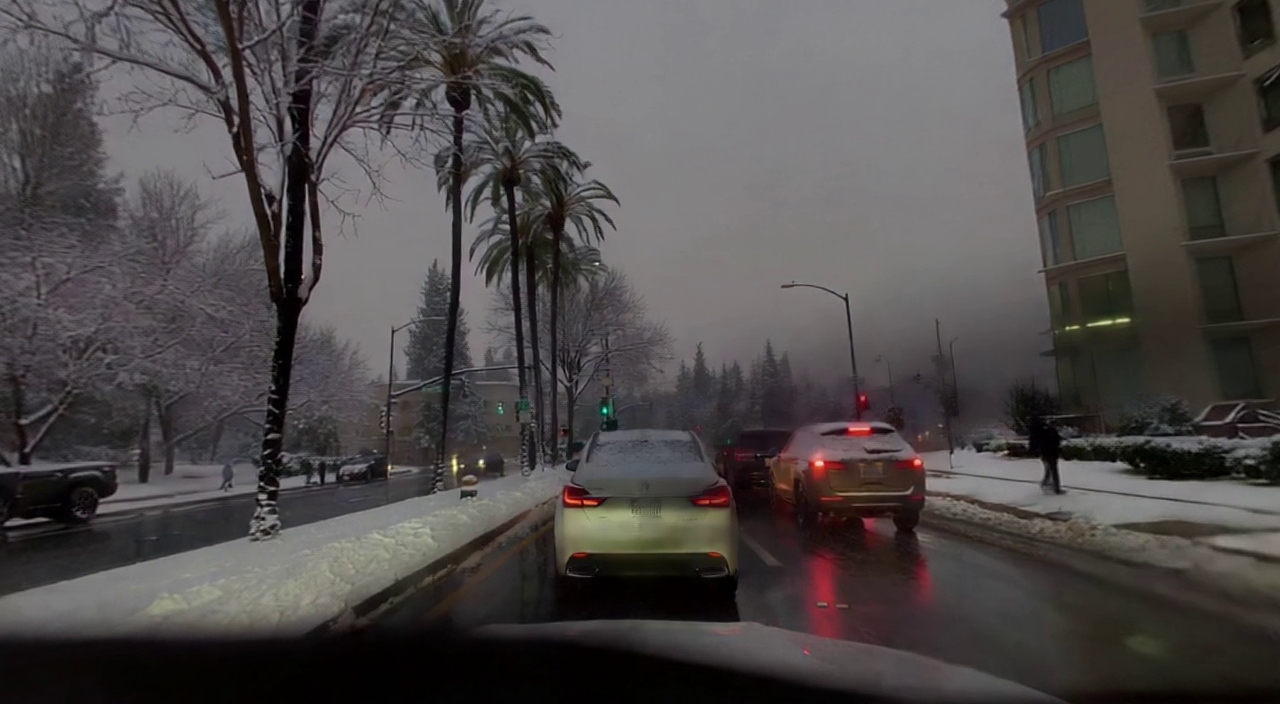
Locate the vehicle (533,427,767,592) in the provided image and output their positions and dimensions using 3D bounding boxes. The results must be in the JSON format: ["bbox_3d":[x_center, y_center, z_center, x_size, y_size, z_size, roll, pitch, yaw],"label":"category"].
[{"bbox_3d":[0.133,1.712,7.708,2.088,1.452,3.993,0,-8,1],"label":"vehicle"}]

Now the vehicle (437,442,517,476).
[{"bbox_3d":[-7.348,4.860,28.948,1.898,1.439,4.540,-1,-8,8],"label":"vehicle"}]

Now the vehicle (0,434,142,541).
[{"bbox_3d":[-13.062,2.718,12.294,2.240,1.964,5.707,-6,-8,0],"label":"vehicle"}]

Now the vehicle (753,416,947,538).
[{"bbox_3d":[3.394,2.109,11.254,2.003,1.733,4.319,0,-8,1],"label":"vehicle"}]

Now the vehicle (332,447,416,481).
[{"bbox_3d":[-13.194,5.558,31.682,1.965,1.507,4.725,-1,-8,3],"label":"vehicle"}]
